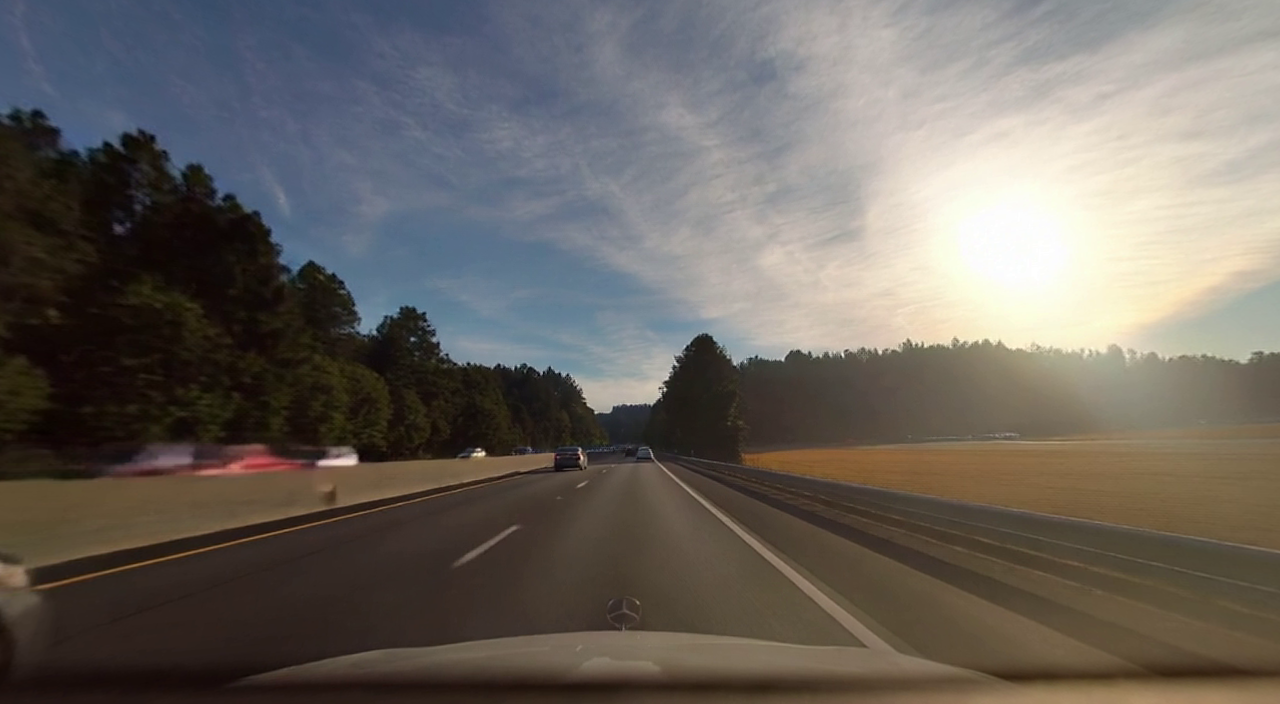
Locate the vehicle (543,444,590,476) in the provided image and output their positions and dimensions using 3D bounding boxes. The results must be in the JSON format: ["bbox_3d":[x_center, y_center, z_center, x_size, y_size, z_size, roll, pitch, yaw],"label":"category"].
[{"bbox_3d":[-4.053,6.045,35.562,2.095,1.664,4.305,0,-9,0],"label":"vehicle"}]

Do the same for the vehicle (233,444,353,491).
[{"bbox_3d":[-12.598,4.214,23.257,1.943,1.550,4.277,0,-9,0],"label":"vehicle"}]
